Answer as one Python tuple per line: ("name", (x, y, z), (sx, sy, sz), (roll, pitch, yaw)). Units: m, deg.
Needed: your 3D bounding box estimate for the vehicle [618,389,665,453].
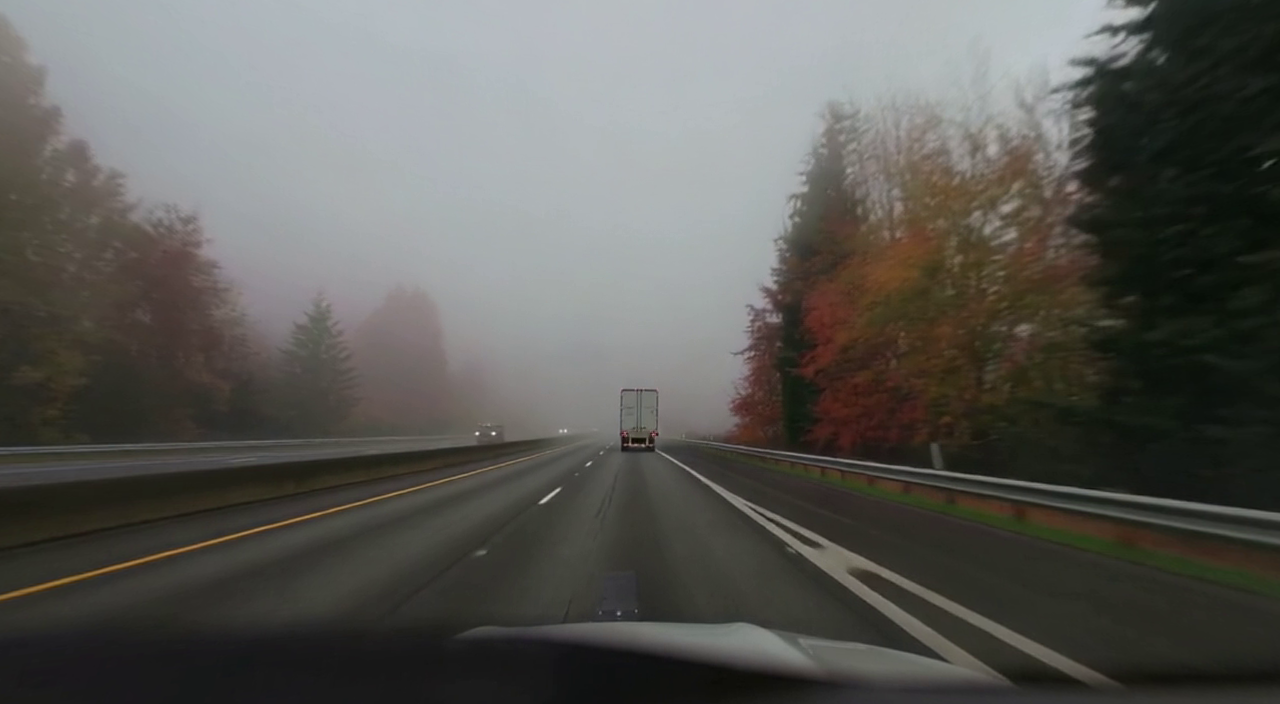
("vehicle", (-0.047, 5.129, 45.692), (3.013, 4.016, 11.496), (0, -8, -1))
